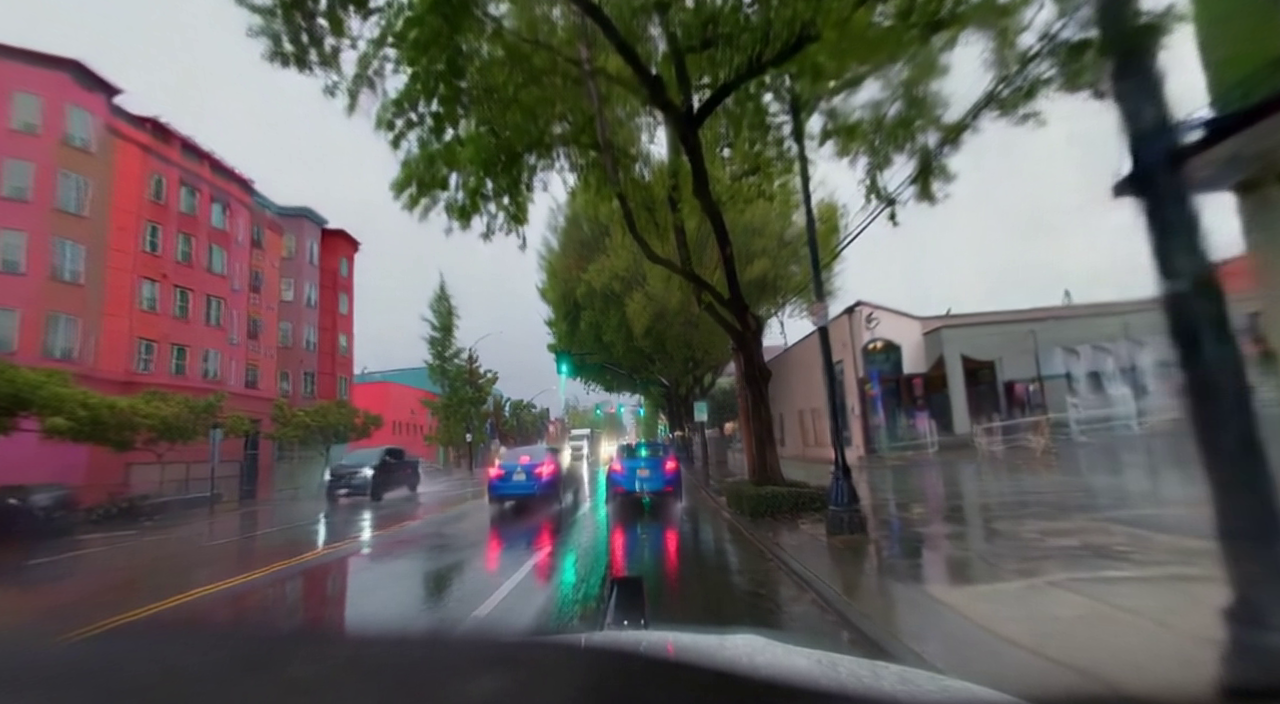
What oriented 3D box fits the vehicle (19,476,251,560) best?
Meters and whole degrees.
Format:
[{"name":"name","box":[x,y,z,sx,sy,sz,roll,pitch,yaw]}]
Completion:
[{"name":"vehicle","box":[-11.728,3.833,15.164,1.861,1.476,4.479,0,-9,0]}]

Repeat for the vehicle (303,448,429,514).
[{"name":"vehicle","box":[-8.388,3.927,19.808,1.931,1.803,4.420,0,-8,0]}]

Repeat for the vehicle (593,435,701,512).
[{"name":"vehicle","box":[0.153,2.658,14.252,2.094,1.478,3.922,0,-8,0]}]

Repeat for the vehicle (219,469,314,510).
[{"name":"vehicle","box":[-17.280,6.277,29.081,4.584,1.504,2.124,-6,-10,38]}]

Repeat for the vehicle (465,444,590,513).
[{"name":"vehicle","box":[-2.538,2.998,15.611,2.099,1.424,4.843,0,-8,1]}]
